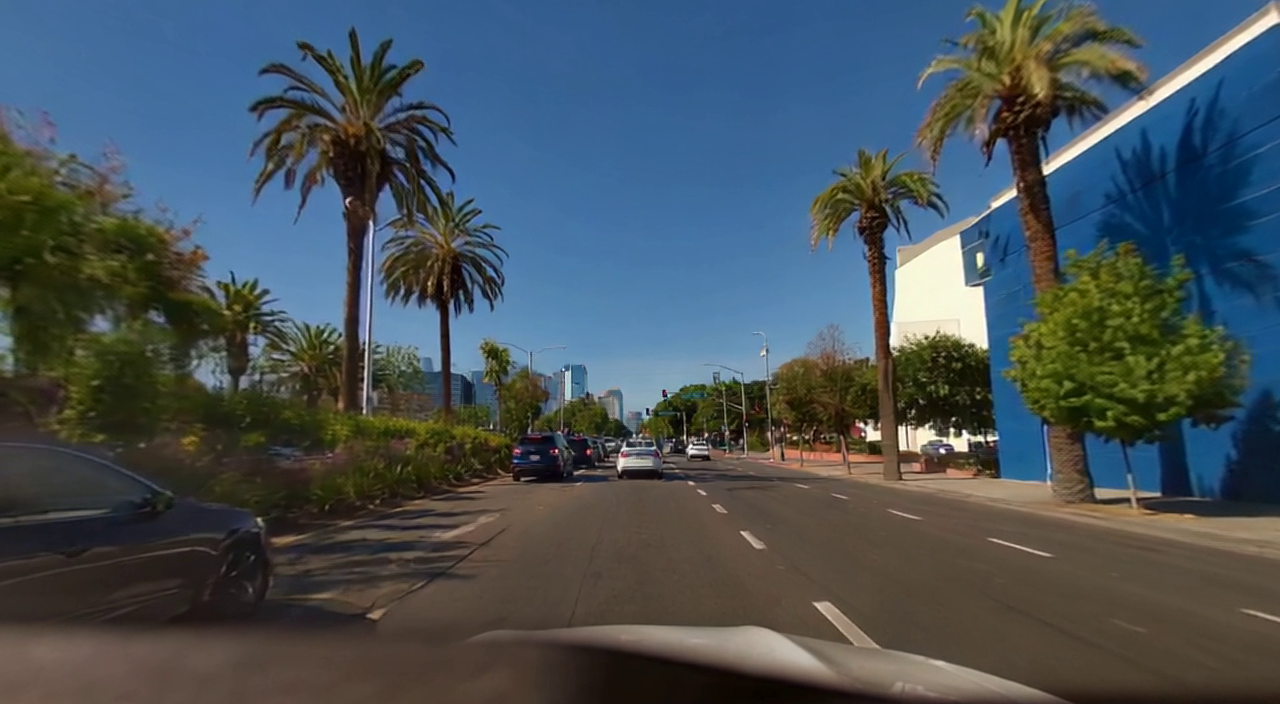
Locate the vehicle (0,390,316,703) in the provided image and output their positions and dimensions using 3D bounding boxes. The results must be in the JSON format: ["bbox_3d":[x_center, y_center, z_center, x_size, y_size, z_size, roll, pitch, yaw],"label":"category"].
[{"bbox_3d":[-3.573,0.948,2.710,1.875,1.526,4.542,0,-9,1],"label":"vehicle"}]

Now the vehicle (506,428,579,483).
[{"bbox_3d":[-3.308,3.616,22.163,1.914,1.741,4.398,0,-9,-1],"label":"vehicle"}]

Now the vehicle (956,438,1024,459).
[{"bbox_3d":[25.685,7.092,46.346,3.914,1.427,1.779,-2,-8,1],"label":"vehicle"}]

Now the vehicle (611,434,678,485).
[{"bbox_3d":[0.133,3.709,22.018,2.114,1.585,4.285,0,-9,0],"label":"vehicle"}]
